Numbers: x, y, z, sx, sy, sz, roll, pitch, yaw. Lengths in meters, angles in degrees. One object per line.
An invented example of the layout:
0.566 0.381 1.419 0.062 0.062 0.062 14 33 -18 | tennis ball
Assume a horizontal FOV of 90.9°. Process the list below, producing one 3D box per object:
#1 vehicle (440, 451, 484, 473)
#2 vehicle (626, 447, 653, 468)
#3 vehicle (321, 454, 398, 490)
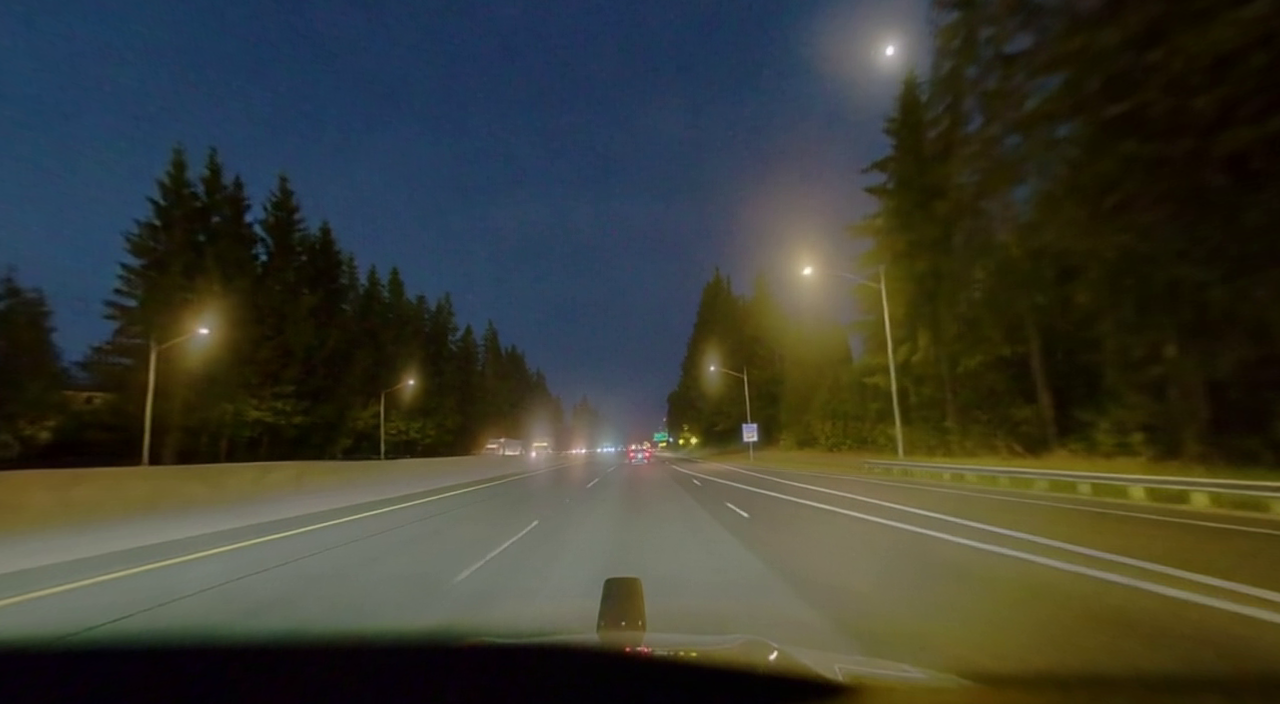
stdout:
-12.461 7.698 44.391 1.829 1.472 4.158 0 -9 1 | vehicle
-0.016 7.595 45.430 1.860 1.473 3.689 0 -9 1 | vehicle
-12.302 5.266 27.888 1.764 1.417 3.582 0 -9 0 | vehicle
